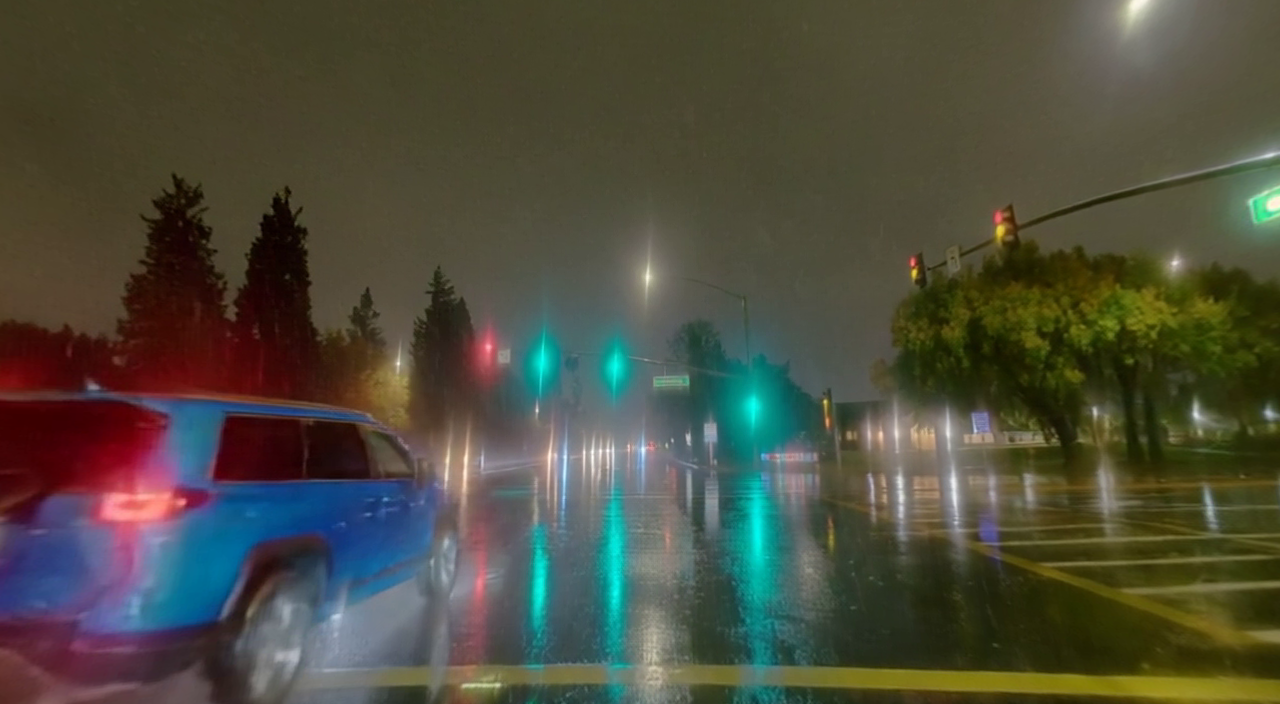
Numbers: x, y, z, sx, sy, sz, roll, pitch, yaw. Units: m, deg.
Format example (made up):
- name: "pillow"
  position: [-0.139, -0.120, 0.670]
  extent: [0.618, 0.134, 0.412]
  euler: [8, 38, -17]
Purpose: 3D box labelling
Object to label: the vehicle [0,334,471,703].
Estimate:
- name: "vehicle"
  position: [-3.009, 1.141, 4.726]
  extent: [2.123, 1.799, 4.425]
  euler: [0, -8, 2]
